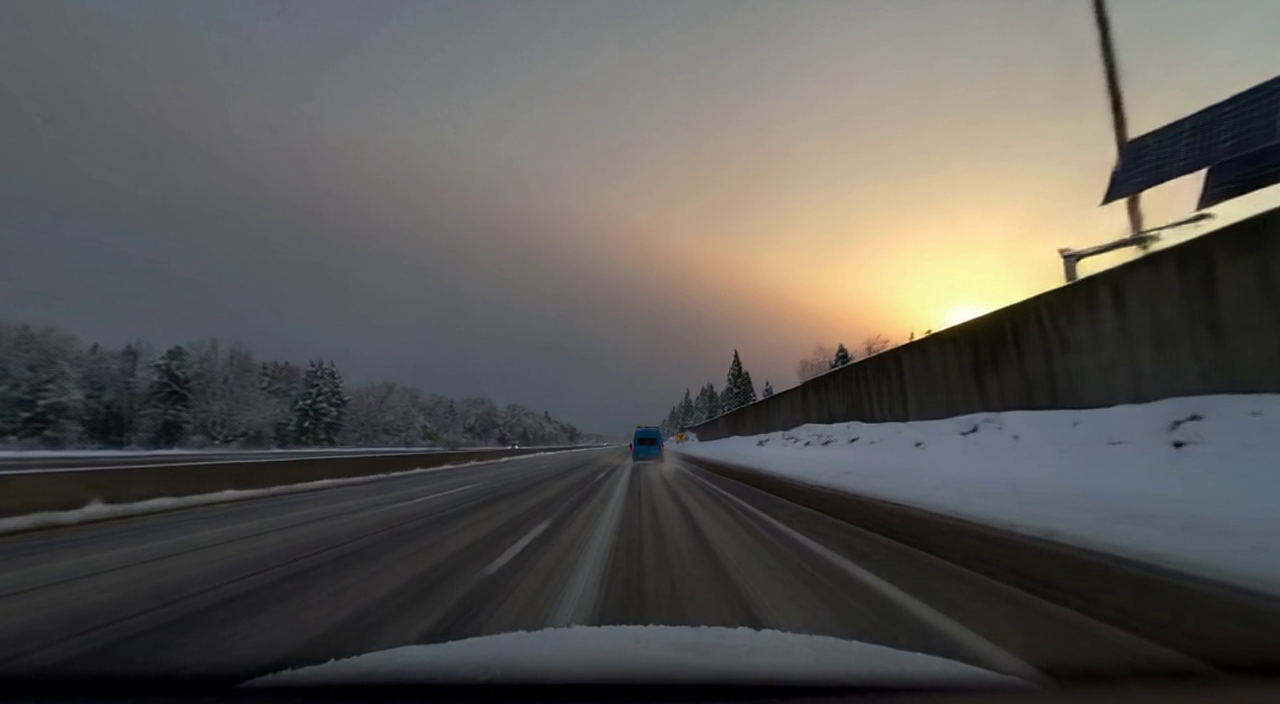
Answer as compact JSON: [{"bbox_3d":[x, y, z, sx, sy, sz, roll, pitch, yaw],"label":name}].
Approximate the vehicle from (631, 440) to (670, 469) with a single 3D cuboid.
[{"bbox_3d":[0.550,5.562,34.466,1.997,1.484,3.409,0,-8,0],"label":"vehicle"}]
